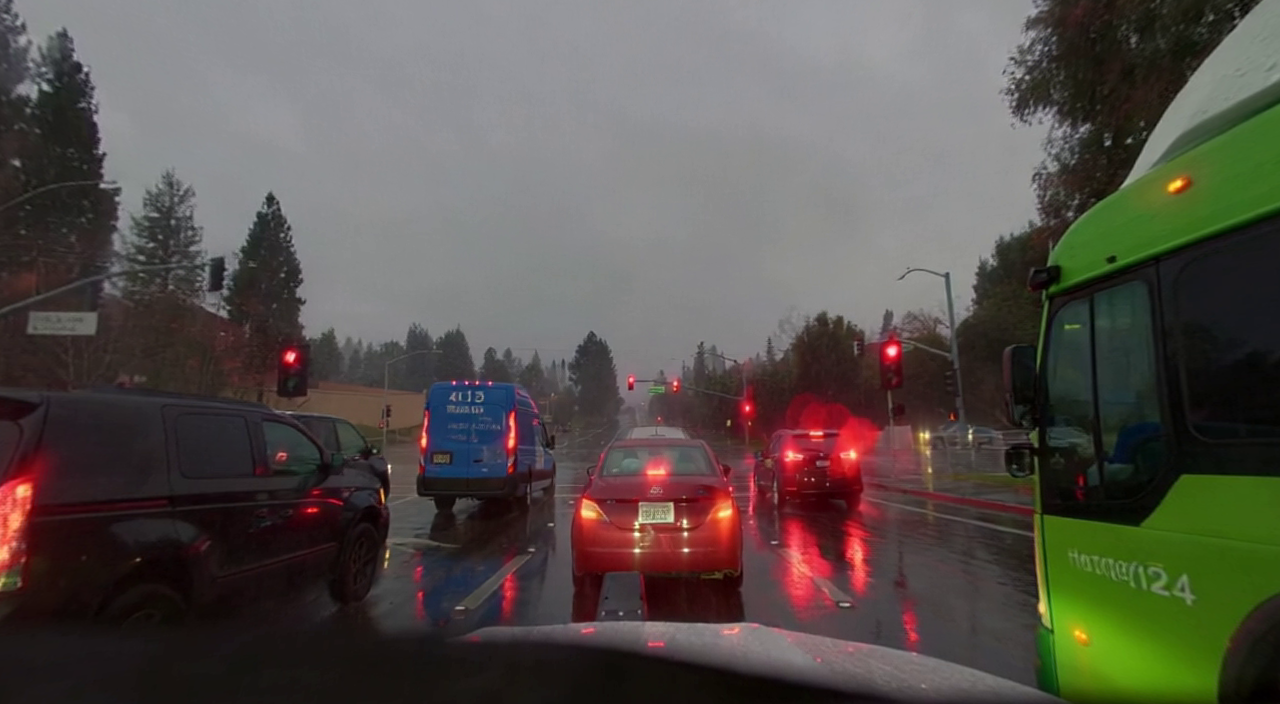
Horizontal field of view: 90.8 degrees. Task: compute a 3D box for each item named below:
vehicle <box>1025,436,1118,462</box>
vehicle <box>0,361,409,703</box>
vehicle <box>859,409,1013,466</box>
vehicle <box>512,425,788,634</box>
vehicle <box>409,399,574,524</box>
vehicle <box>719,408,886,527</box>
[{"bbox_3d":[25.897,5.822,37.983,4.229,1.489,1.794,0,-8,-1],"label":"vehicle"},{"bbox_3d":[-3.405,1.178,4.633,1.921,1.701,3.989,0,-8,-1],"label":"vehicle"},{"bbox_3d":[17.604,5.132,37.918,7.839,3.213,2.628,0,-8,-3],"label":"vehicle"},{"bbox_3d":[0.067,1.549,6.421,1.976,1.485,3.624,0,-8,0],"label":"vehicle"},{"bbox_3d":[-2.926,2.352,13.970,2.335,2.221,5.165,0,-8,1],"label":"vehicle"},{"bbox_3d":[3.148,2.401,13.665,2.143,2.036,5.367,0,-8,0],"label":"vehicle"}]
